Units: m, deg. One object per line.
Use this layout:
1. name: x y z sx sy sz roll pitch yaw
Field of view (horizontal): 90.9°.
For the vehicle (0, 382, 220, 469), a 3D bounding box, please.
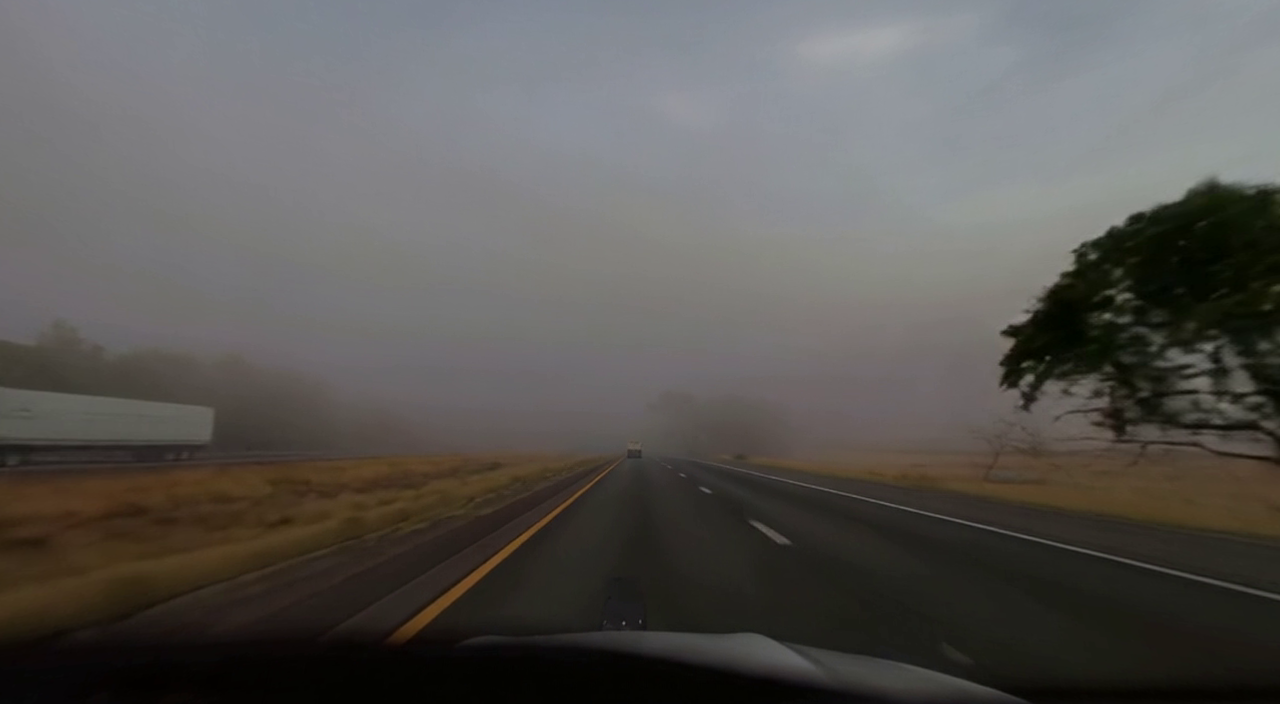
1. vehicle: -32.504 4.718 38.184 2.948 4.184 16.293 0 -8 0
